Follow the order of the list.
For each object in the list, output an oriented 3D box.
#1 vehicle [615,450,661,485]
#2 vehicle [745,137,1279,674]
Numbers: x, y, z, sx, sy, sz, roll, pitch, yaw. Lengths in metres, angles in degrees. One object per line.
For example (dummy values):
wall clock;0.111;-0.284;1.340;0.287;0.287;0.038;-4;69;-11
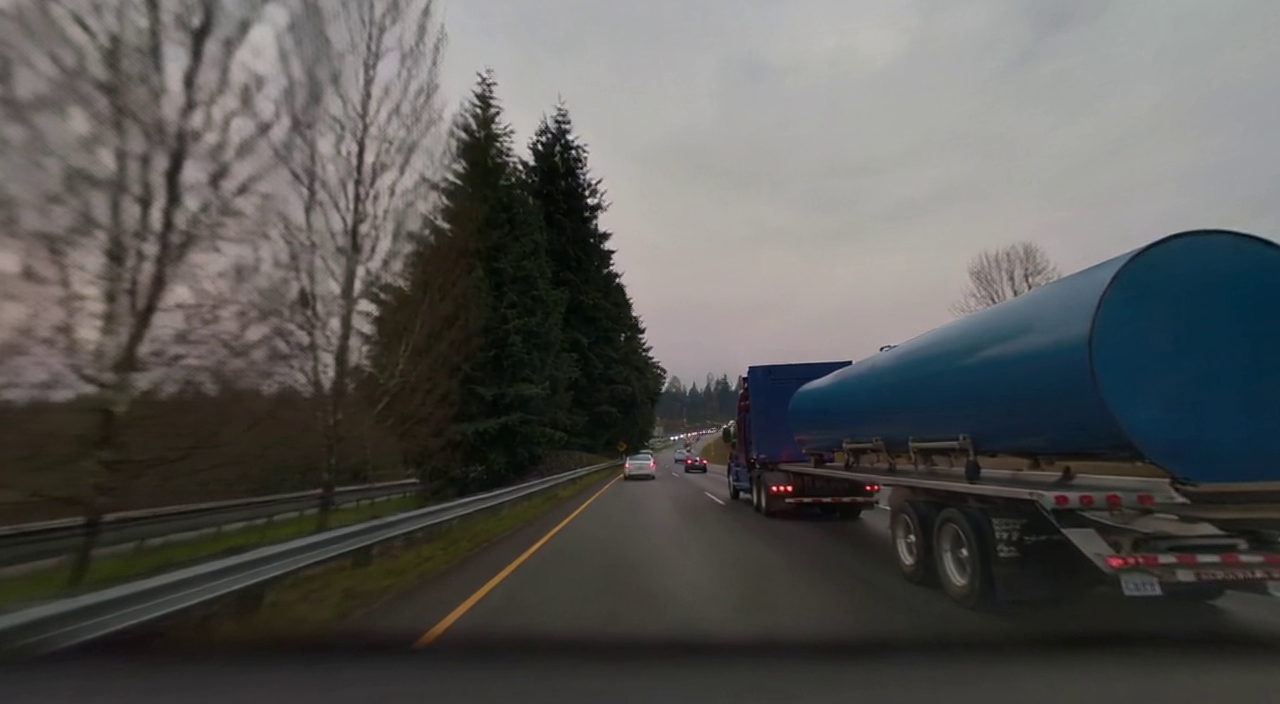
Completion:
vehicle;-0.085;5.289;29.172;2.003;1.490;3.636;0;-9;0
vehicle;3.988;1.121;9.822;2.694;3.453;11.641;0;-9;0
